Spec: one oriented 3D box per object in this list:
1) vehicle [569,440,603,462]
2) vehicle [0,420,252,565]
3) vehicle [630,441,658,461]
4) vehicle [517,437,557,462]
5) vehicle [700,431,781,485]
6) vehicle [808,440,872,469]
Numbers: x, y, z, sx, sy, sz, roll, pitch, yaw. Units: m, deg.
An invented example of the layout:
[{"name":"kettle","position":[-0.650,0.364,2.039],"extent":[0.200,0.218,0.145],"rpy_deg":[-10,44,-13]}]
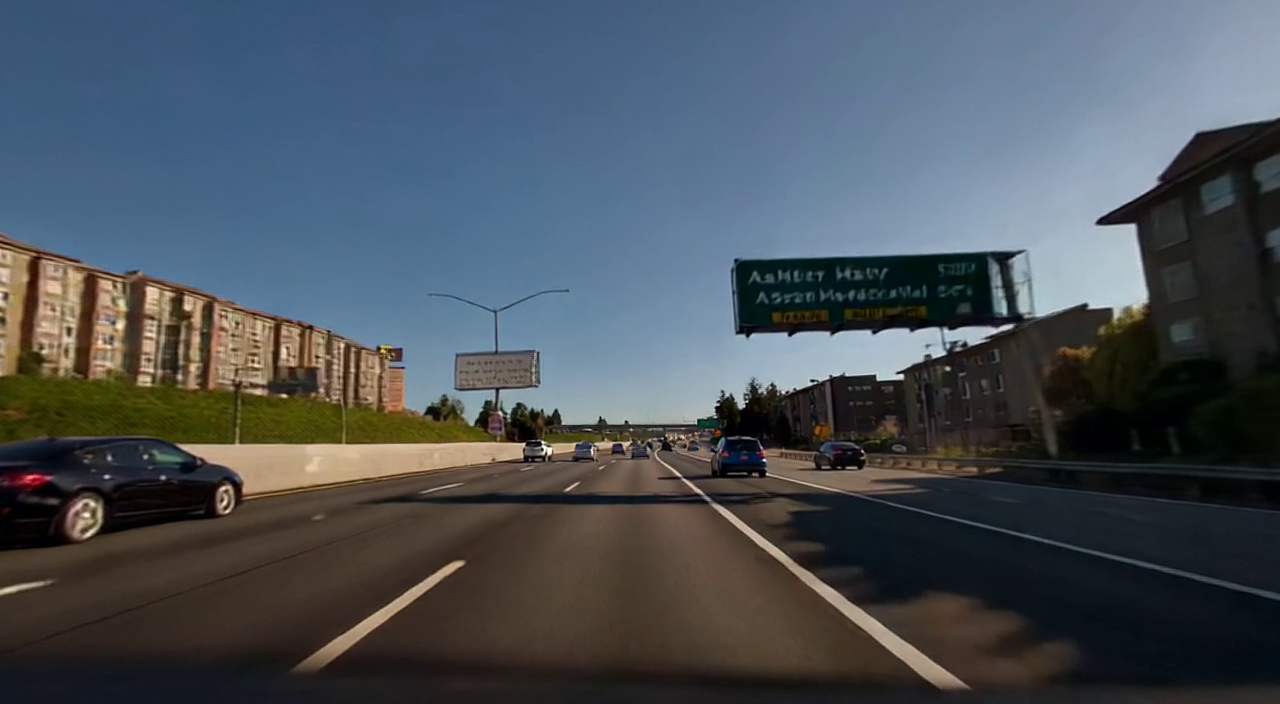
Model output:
[{"name":"vehicle","position":[-3.757,7.000,44.588],"extent":[2.002,1.466,4.378],"rpy_deg":[0,-9,0]},{"name":"vehicle","position":[-7.666,1.748,8.491],"extent":[2.021,1.496,4.495],"rpy_deg":[0,-9,0]},{"name":"vehicle","position":[0.268,7.406,47.185],"extent":[1.992,1.431,4.055],"rpy_deg":[0,-9,0]},{"name":"vehicle","position":[-7.478,7.121,46.288],"extent":[2.057,1.733,4.589],"rpy_deg":[0,-9,1]},{"name":"vehicle","position":[3.412,3.695,22.316],"extent":[2.080,1.694,4.286],"rpy_deg":[0,-9,-1]},{"name":"vehicle","position":[10.953,5.648,34.985],"extent":[2.061,1.459,4.273],"rpy_deg":[0,-9,-1]}]
